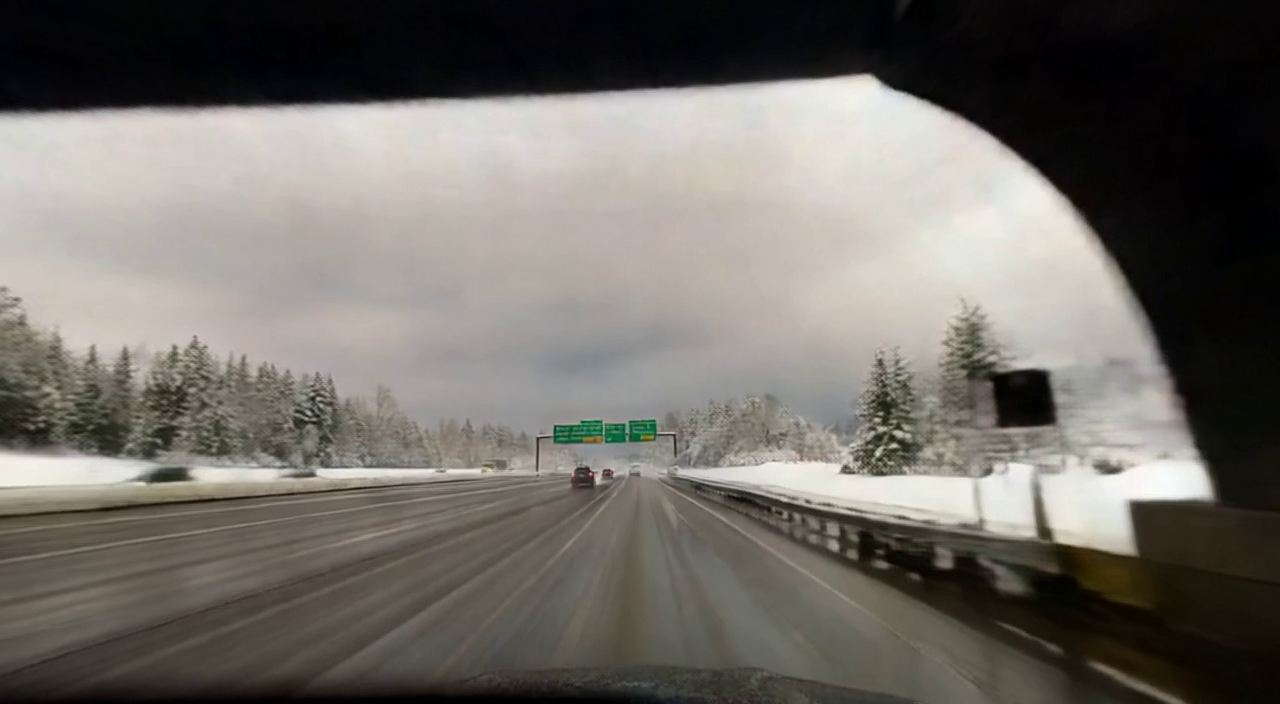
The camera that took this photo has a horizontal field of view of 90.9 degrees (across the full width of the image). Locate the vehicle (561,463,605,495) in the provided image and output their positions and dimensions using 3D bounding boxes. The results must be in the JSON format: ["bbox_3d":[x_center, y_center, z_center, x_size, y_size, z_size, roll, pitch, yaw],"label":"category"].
[{"bbox_3d":[-3.163,7.193,35.667,2.092,1.642,3.895,1,-11,0],"label":"vehicle"}]

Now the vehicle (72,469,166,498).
[{"bbox_3d":[-29.477,7.438,35.796,1.813,1.479,4.028,1,-11,0],"label":"vehicle"}]
